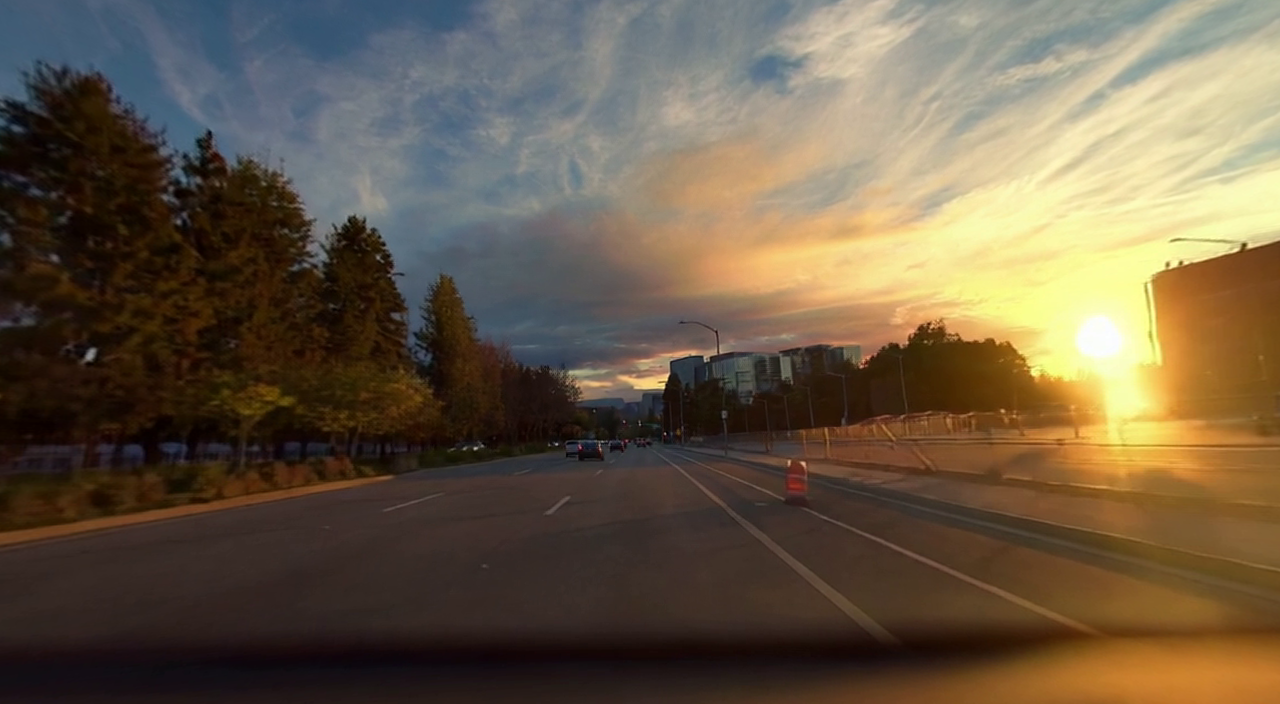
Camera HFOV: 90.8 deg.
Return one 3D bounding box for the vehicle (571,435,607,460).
[{"bbox_3d":[-3.473,6.559,43.498,2.121,1.654,3.993,0,-8,0],"label":"vehicle"}]
